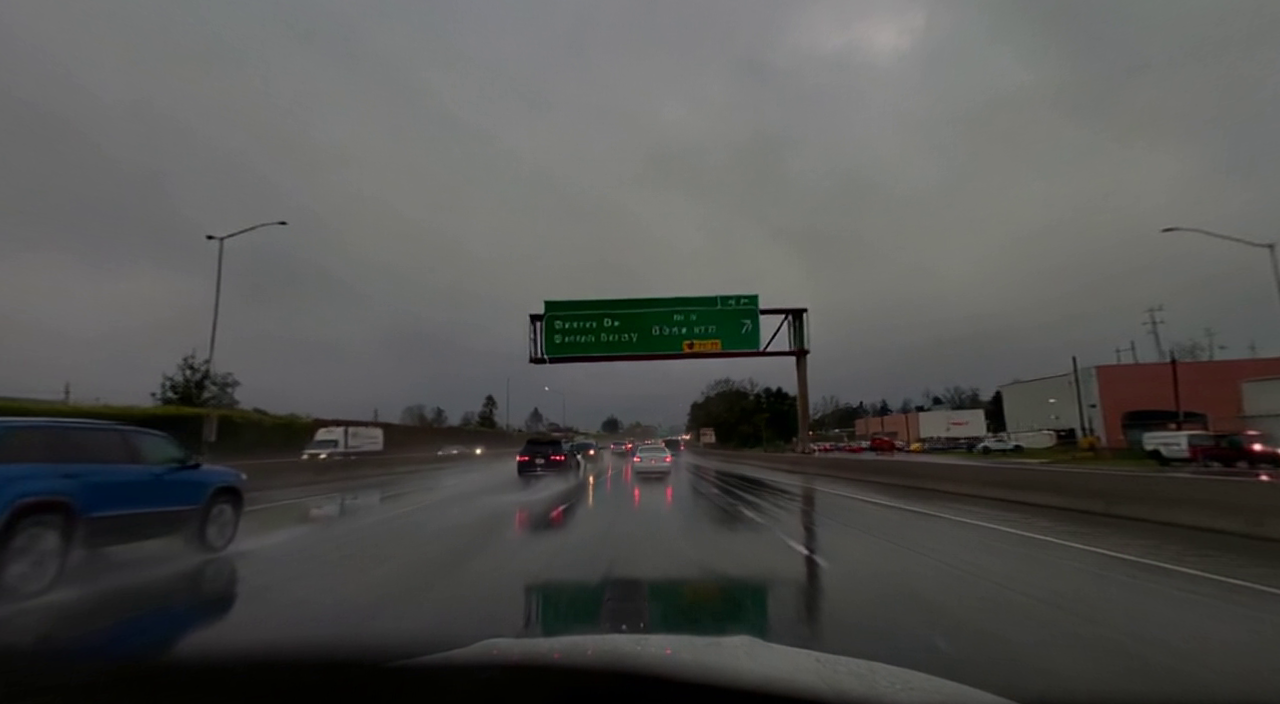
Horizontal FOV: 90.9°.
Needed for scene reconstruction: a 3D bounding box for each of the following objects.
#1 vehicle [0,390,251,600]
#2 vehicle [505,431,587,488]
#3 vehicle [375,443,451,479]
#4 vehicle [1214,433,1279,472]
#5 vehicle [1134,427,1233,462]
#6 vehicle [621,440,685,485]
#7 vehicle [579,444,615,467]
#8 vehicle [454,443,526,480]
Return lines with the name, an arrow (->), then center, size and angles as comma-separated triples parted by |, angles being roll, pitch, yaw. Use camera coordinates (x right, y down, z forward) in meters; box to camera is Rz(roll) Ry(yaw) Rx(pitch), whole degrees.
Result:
vehicle -> -6.615, 1.395, 6.504 | 2.125, 1.804, 4.864 | 0, -8, -1
vehicle -> -3.080, 3.645, 21.648 | 2.007, 1.730, 4.412 | 0, -8, 1
vehicle -> -10.102, 4.855, 28.417 | 1.861, 1.495, 4.007 | 0, -8, 1
vehicle -> 30.856, 4.825, 30.479 | 1.858, 1.741, 4.683 | -2, -7, 1
vehicle -> 30.862, 5.299, 35.968 | 1.939, 1.888, 3.984 | 0, -9, -1
vehicle -> 0.435, 3.903, 22.592 | 2.090, 1.474, 3.970 | 0, -8, 1
vehicle -> -2.933, 7.156, 43.823 | 2.048, 1.497, 4.466 | 0, -8, 1
vehicle -> -6.321, 4.650, 27.110 | 1.933, 1.439, 4.441 | 0, -8, 1
